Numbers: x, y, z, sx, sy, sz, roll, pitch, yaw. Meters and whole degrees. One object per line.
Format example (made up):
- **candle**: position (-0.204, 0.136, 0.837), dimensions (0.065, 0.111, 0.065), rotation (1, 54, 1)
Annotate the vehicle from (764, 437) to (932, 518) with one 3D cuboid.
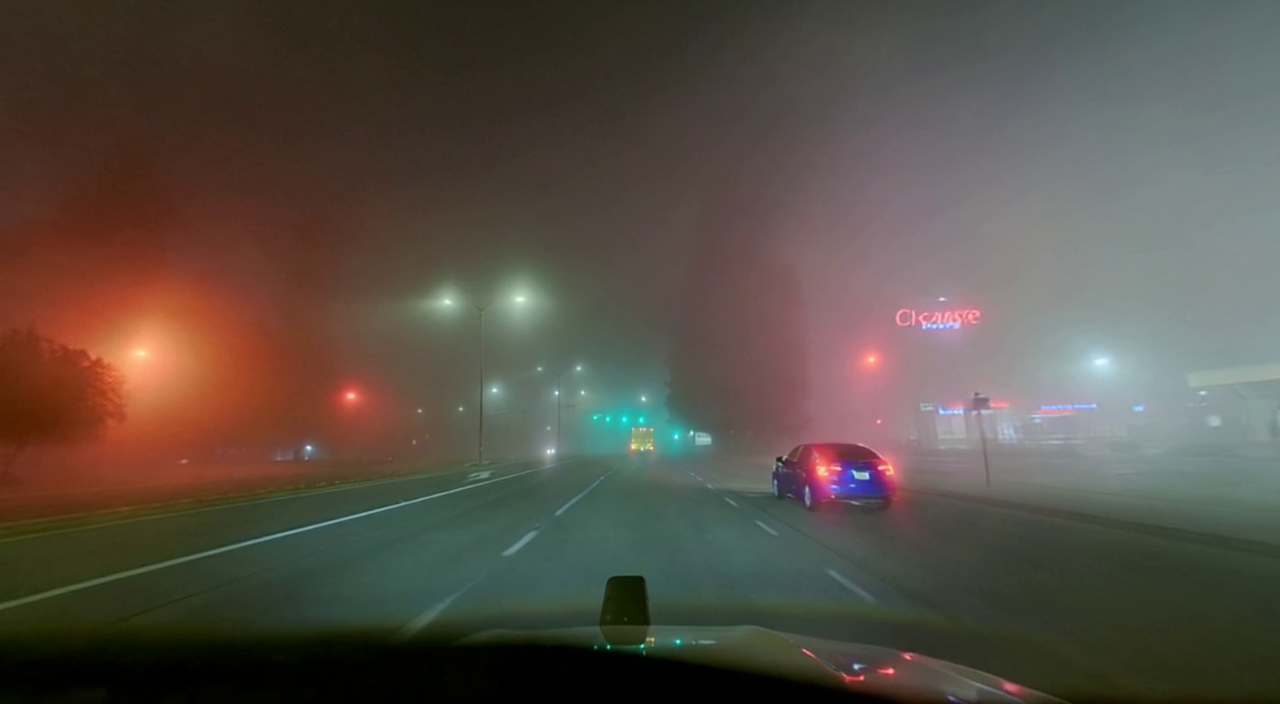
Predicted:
- **vehicle**: position (4.246, 2.628, 13.831), dimensions (2.005, 1.442, 4.675), rotation (0, -8, -1)
